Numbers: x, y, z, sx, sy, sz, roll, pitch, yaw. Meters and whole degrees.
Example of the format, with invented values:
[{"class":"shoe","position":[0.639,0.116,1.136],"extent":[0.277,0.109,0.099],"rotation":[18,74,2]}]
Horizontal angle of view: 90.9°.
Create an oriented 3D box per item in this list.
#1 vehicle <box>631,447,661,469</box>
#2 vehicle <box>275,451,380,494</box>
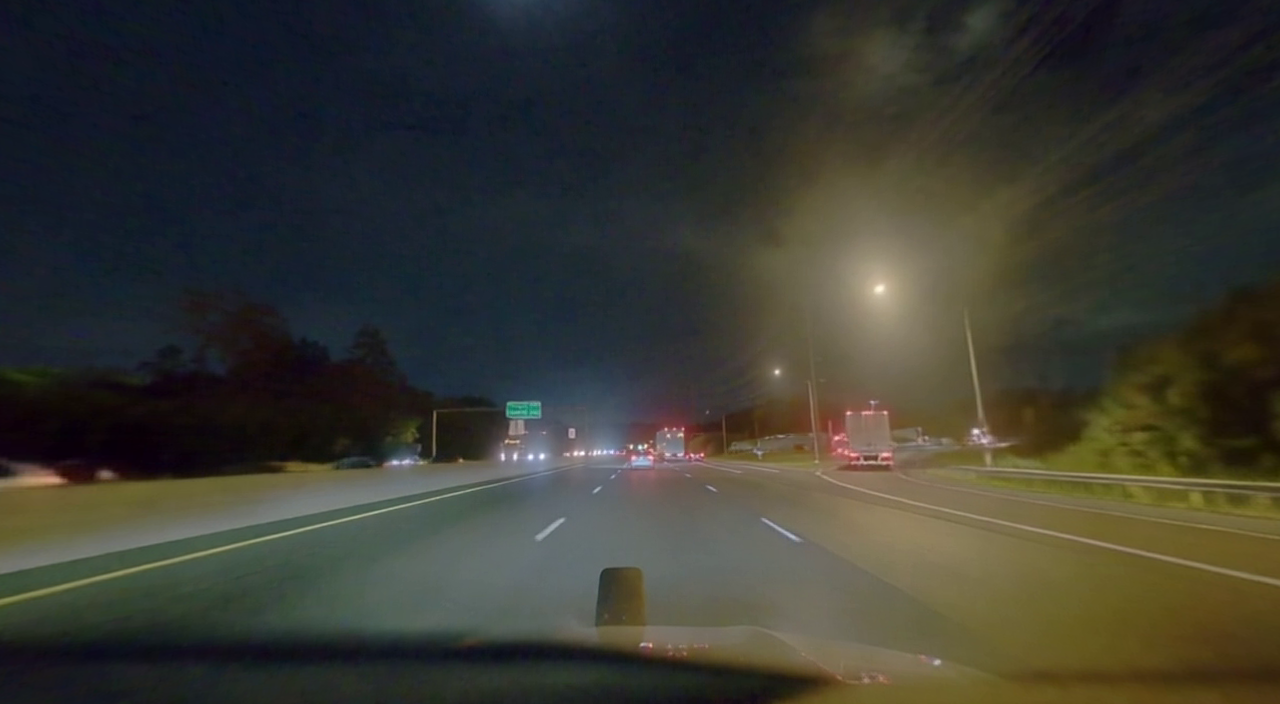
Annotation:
[{"class":"vehicle","position":[0.458,7.817,46.606],"extent":[2.111,1.599,3.859],"rotation":[0,-9,0]},{"class":"vehicle","position":[-11.980,4.603,24.525],"extent":[1.871,1.480,4.270],"rotation":[0,-9,0]}]
